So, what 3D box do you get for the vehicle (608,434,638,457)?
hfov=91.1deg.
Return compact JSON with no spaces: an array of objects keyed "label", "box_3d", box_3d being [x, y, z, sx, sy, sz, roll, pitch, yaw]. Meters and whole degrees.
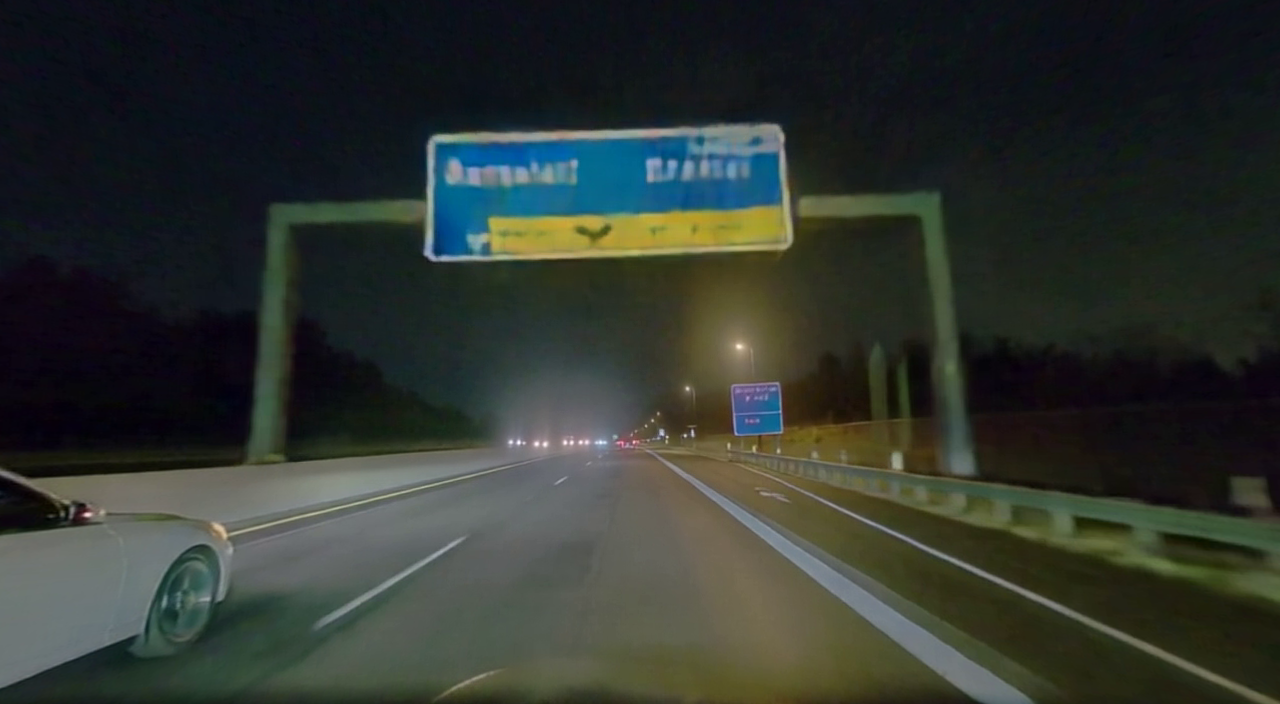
[{"label":"vehicle","box_3d":[-1.164,6.577,44.245,2.025,1.519,3.924,0,-8,-1]}]
